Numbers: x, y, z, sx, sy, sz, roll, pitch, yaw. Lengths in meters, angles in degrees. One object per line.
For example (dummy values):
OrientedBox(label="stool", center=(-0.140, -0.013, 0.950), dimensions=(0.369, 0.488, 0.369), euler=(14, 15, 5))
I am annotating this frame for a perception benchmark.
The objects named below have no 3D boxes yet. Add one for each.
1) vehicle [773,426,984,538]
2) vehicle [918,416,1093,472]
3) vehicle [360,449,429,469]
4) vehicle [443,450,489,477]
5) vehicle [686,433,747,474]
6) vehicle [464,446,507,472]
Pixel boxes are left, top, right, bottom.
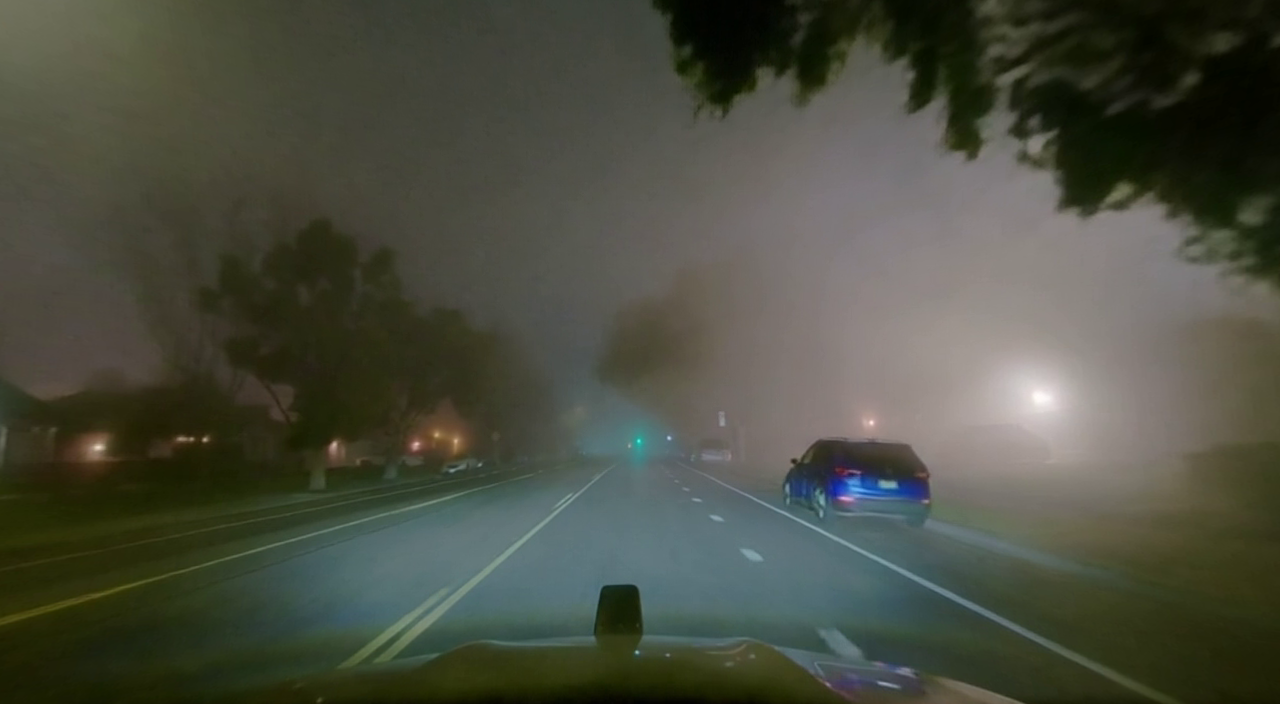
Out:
OrientedBox(label="vehicle", center=(4.090, 2.302, 11.870), dimensions=(2.173, 1.656, 4.514), euler=(0, -8, -1))
OrientedBox(label="vehicle", center=(12.134, 3.080, 21.194), dimensions=(4.660, 1.749, 1.893), euler=(0, -8, -1))
OrientedBox(label="vehicle", center=(-19.268, 8.415, 49.719), dimensions=(4.569, 1.498, 2.072), euler=(0, -8, 0))
OrientedBox(label="vehicle", center=(-11.063, 7.115, 40.525), dimensions=(1.815, 1.532, 4.517), euler=(0, -8, -2))
OrientedBox(label="vehicle", center=(3.862, 5.278, 33.123), dimensions=(2.319, 1.938, 5.961), euler=(0, -8, -1))
OrientedBox(label="vehicle", center=(-11.044, 7.644, 45.461), dimensions=(1.981, 1.790, 4.682), euler=(0, -8, -1))
